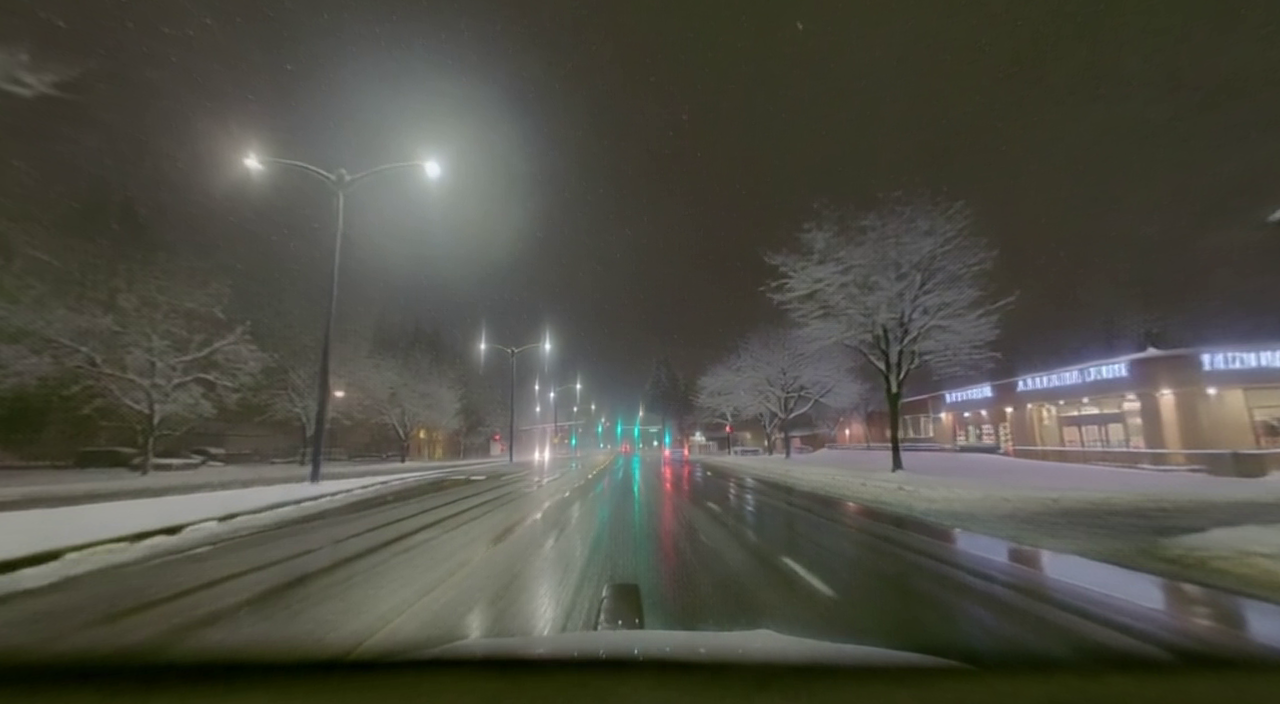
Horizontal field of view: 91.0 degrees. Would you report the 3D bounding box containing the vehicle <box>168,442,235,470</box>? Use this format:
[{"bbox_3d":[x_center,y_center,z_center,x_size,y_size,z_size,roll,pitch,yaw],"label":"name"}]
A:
[{"bbox_3d":[-33.389,7.905,47.948,3.825,1.489,1.778,-7,-7,-2],"label":"vehicle"}]

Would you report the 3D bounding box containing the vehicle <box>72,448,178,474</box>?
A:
[{"bbox_3d":[-32.871,6.946,40.279,4.736,1.573,2.176,0,-8,-3],"label":"vehicle"}]
